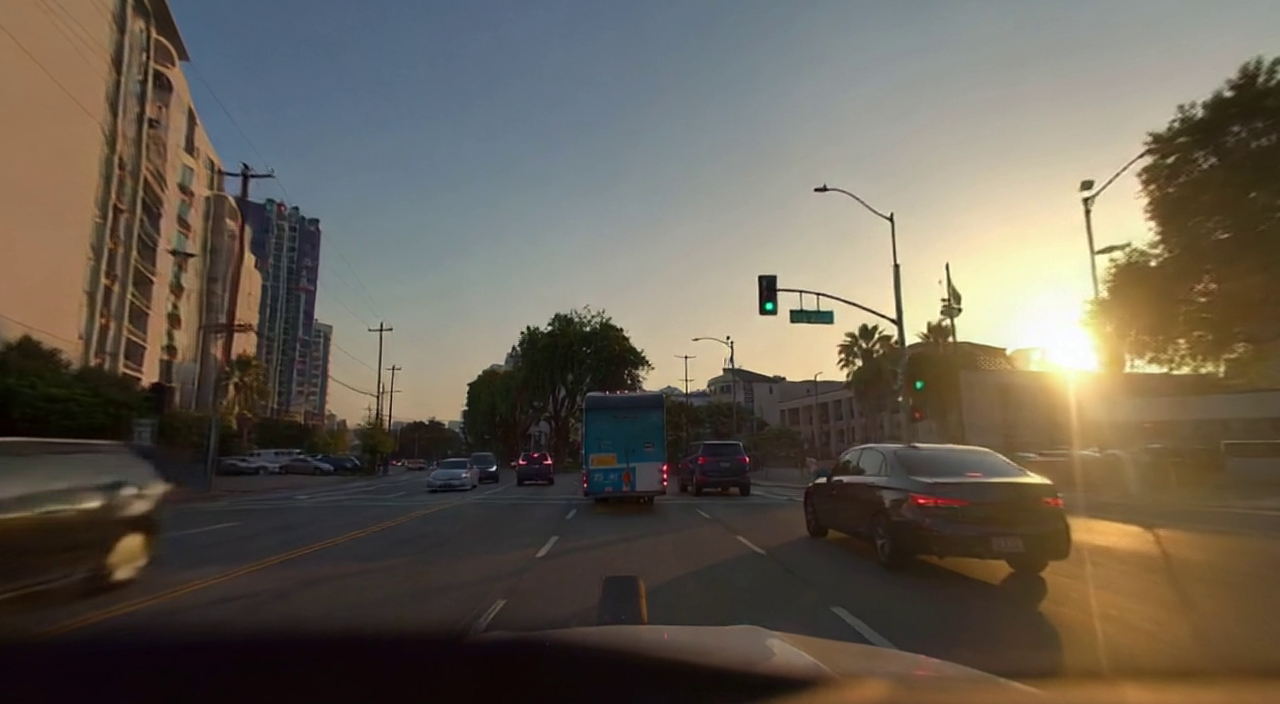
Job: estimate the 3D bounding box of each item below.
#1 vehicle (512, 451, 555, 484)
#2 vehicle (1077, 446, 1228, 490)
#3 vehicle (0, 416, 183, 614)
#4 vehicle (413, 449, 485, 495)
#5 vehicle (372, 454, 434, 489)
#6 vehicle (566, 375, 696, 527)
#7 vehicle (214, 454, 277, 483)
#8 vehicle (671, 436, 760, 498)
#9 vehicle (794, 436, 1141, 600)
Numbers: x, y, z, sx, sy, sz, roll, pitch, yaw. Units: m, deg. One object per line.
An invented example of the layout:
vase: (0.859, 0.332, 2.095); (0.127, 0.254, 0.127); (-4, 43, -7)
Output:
vehicle: (-5.623, 6.110, 33.593); (2.033, 1.555, 4.408); (1, -8, -7)
vehicle: (23.699, 5.314, 29.284); (2.111, 1.804, 4.910); (5, -9, -28)
vehicle: (-5.938, 1.273, 4.847); (1.810, 1.546, 3.981); (0, -8, -1)
vehicle: (-7.195, 4.519, 24.042); (1.801, 1.524, 3.974); (1, -8, -5)
vehicle: (-11.670, 5.884, 31.213); (1.873, 1.510, 4.151); (1, -8, -7)
vehicle: (-0.424, 2.352, 15.411); (2.517, 2.926, 6.177); (1, -8, -5)
vehicle: (-24.528, 7.234, 39.255); (1.974, 1.597, 4.606); (2, -8, -15)
vehicle: (2.540, 4.053, 22.812); (2.157, 1.944, 5.423); (1, -8, -4)
vehicle: (3.637, 1.878, 8.235); (1.978, 1.507, 4.636); (0, -8, -1)
